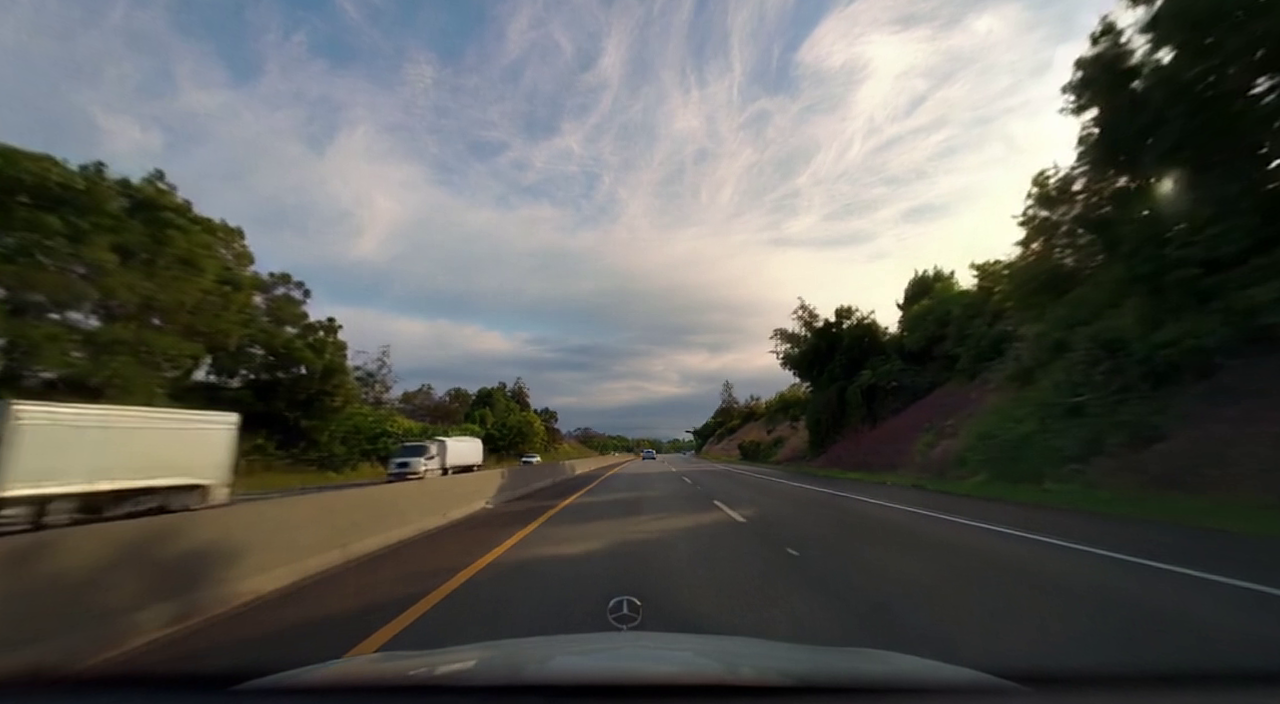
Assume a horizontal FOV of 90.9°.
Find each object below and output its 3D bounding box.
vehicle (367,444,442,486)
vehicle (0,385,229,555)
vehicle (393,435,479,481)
[{"bbox_3d":[-12.795,6.155,34.641,2.187,2.101,4.987,0,-9,-1],"label":"vehicle"},{"bbox_3d":[-12.838,2.389,13.063,2.692,3.025,8.751,0,-9,0],"label":"vehicle"},{"bbox_3d":[-12.879,6.800,40.711,2.714,2.654,8.303,0,-9,1],"label":"vehicle"}]
